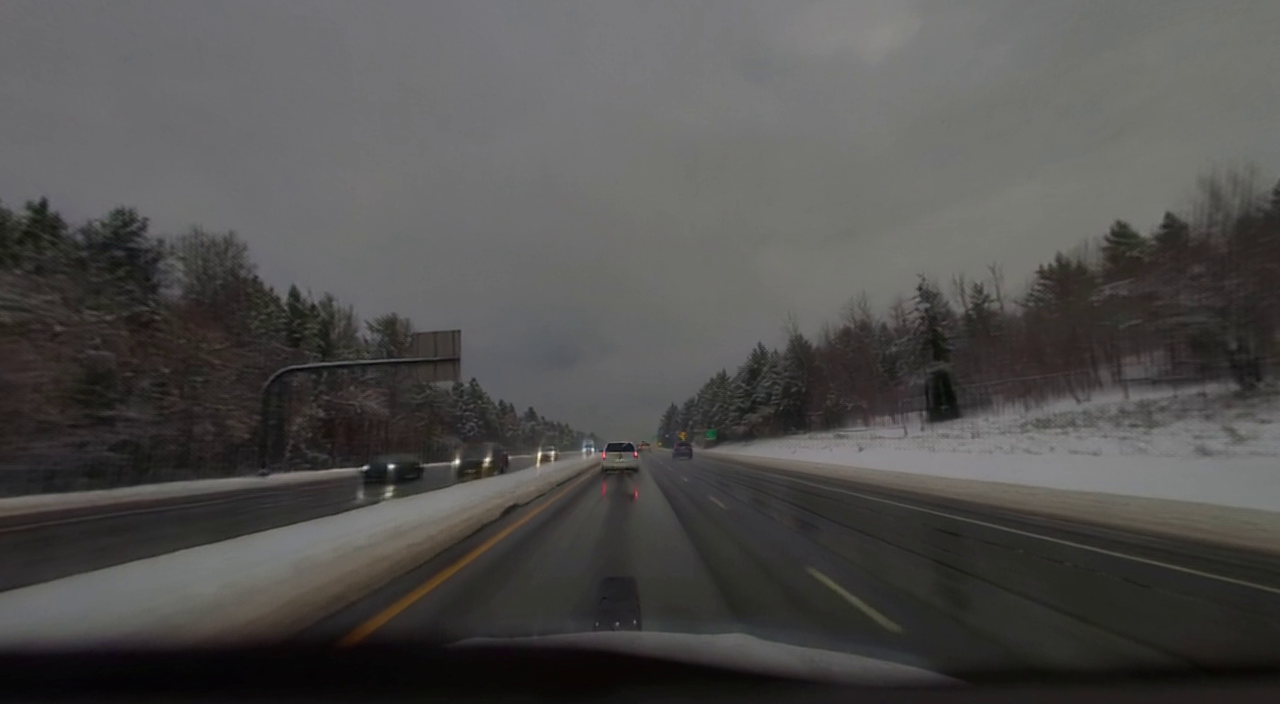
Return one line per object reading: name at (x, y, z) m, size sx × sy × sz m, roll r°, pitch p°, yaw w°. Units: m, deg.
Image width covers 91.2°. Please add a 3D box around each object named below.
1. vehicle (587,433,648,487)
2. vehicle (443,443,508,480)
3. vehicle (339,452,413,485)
vehicle at (-0.714, 3.760, 22.129) m, size 1.937 × 1.699 × 3.936 m, roll 0°, pitch -9°, yaw 0°
vehicle at (-8.924, 5.993, 34.500) m, size 2.152 × 1.839 × 5.038 m, roll -1°, pitch -9°, yaw 0°
vehicle at (-13.565, 5.996, 32.500) m, size 1.896 × 1.501 × 4.530 m, roll 0°, pitch -9°, yaw 0°
